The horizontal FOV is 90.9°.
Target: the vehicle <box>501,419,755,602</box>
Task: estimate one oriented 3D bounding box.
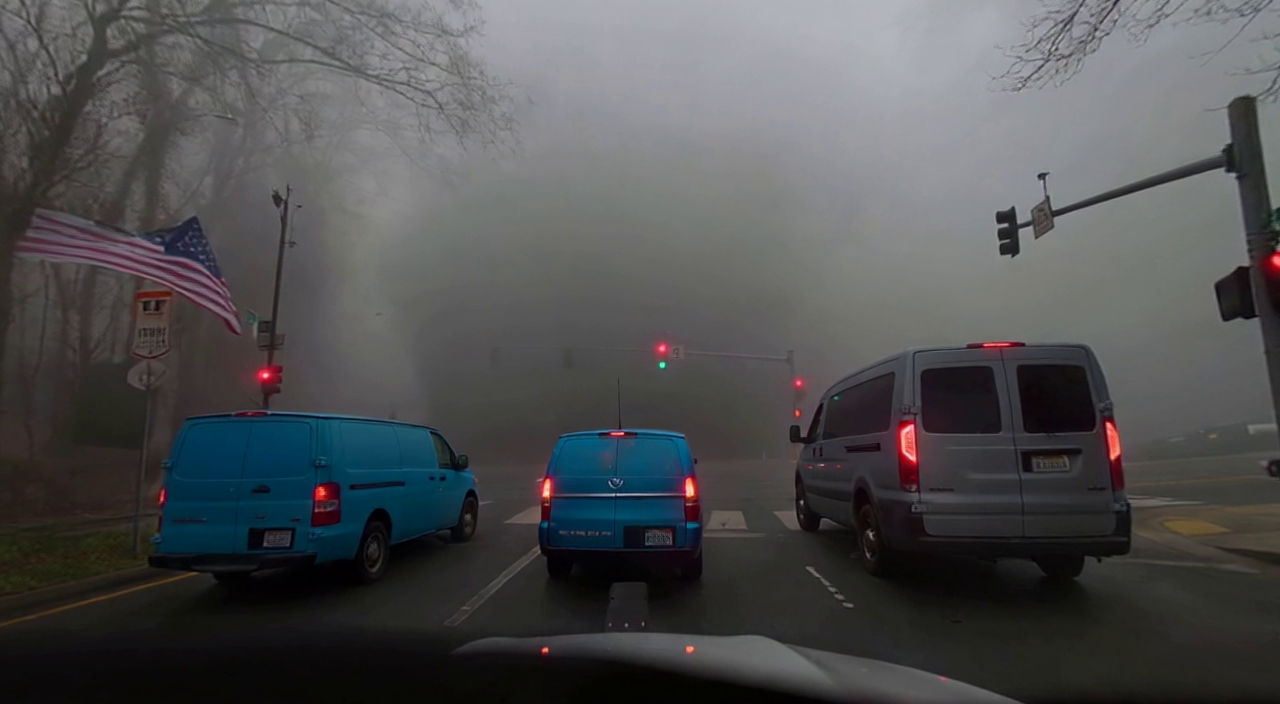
[{"bbox_3d":[-0.143,1.620,7.337,2.098,1.494,4.118,0,-9,-1],"label":"vehicle"}]

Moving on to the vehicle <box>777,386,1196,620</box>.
[{"bbox_3d":[3.087,1.466,7.019,2.178,1.746,4.400,0,-9,1],"label":"vehicle"}]

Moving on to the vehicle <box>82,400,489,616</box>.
[{"bbox_3d":[-3.303,1.527,7.038,2.024,1.677,3.998,-1,-9,3],"label":"vehicle"}]
